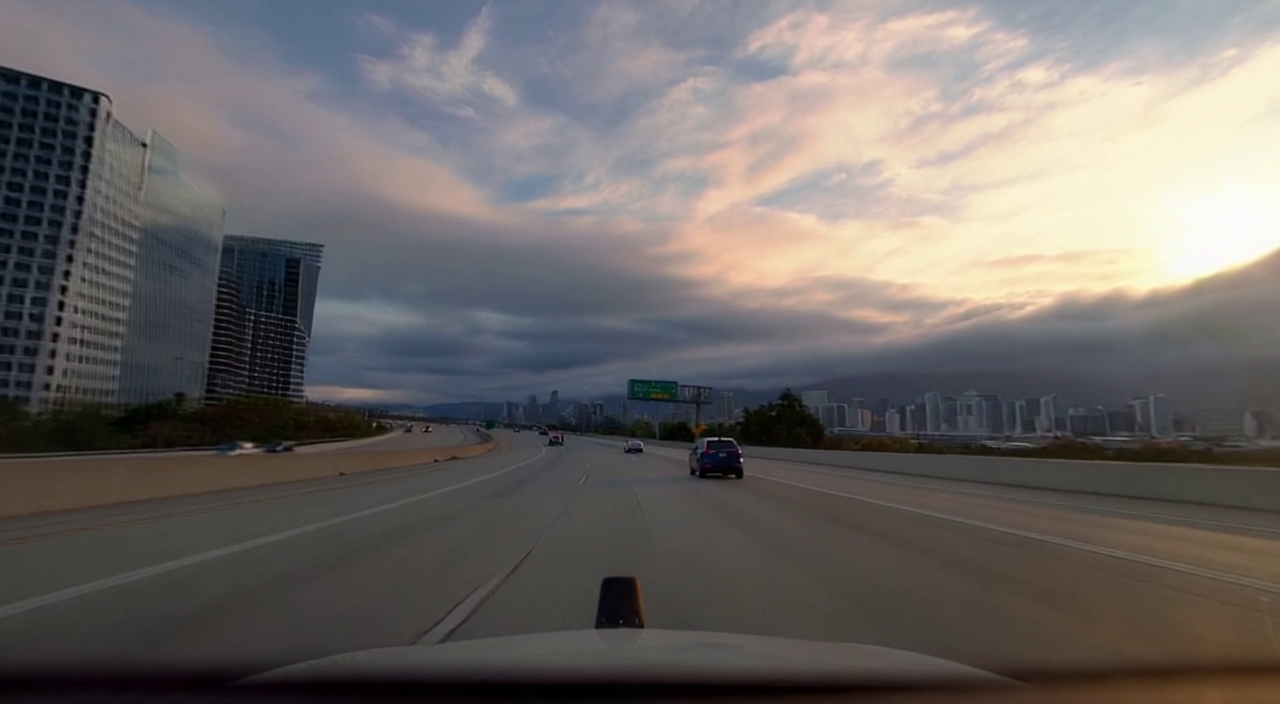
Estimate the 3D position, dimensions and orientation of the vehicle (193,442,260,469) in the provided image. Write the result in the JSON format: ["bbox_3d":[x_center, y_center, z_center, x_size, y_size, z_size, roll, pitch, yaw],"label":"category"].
[{"bbox_3d":[-26.854,6.694,41.191,1.822,1.634,4.060,0,-8,-5],"label":"vehicle"}]

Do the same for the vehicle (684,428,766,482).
[{"bbox_3d":[3.004,3.785,23.436,2.110,1.780,4.682,0,-8,-3],"label":"vehicle"}]
